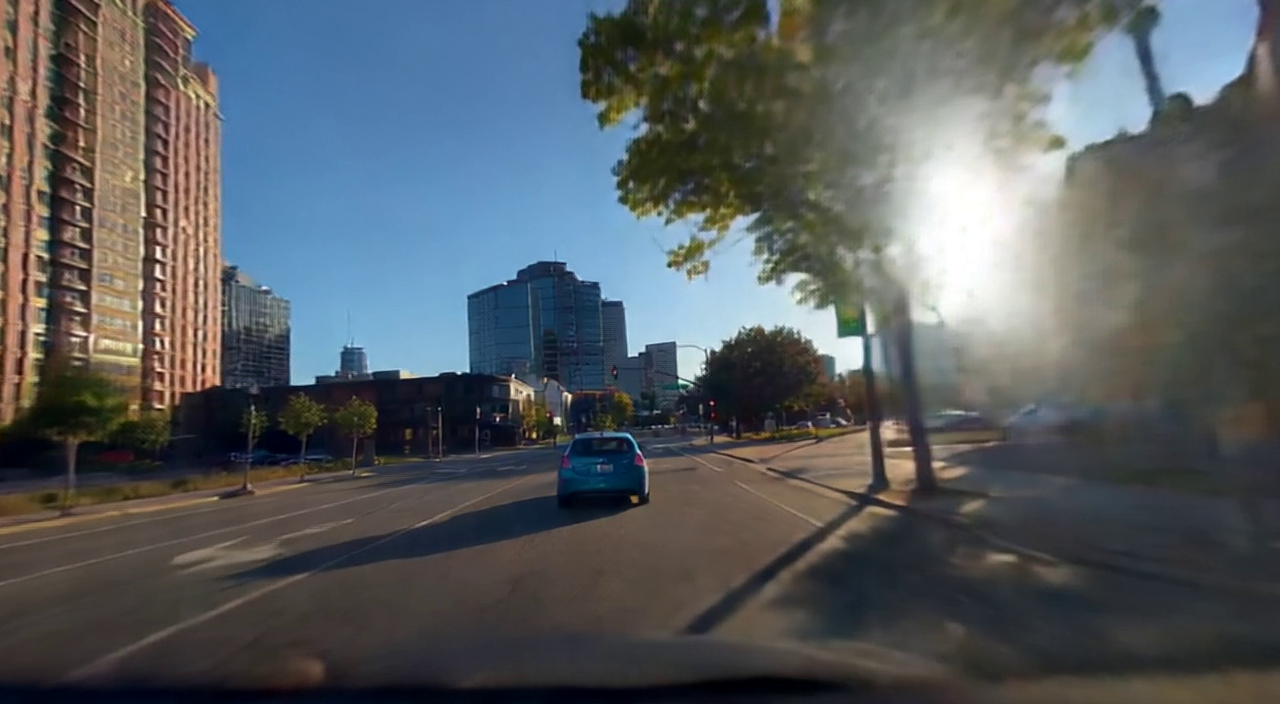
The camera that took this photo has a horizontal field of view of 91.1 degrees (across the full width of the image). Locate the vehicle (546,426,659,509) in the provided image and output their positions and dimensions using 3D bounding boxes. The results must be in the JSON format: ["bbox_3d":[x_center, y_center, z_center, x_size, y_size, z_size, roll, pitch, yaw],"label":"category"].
[{"bbox_3d":[-0.858,2.255,12.930,1.950,1.401,4.159,1,-8,-6],"label":"vehicle"}]
